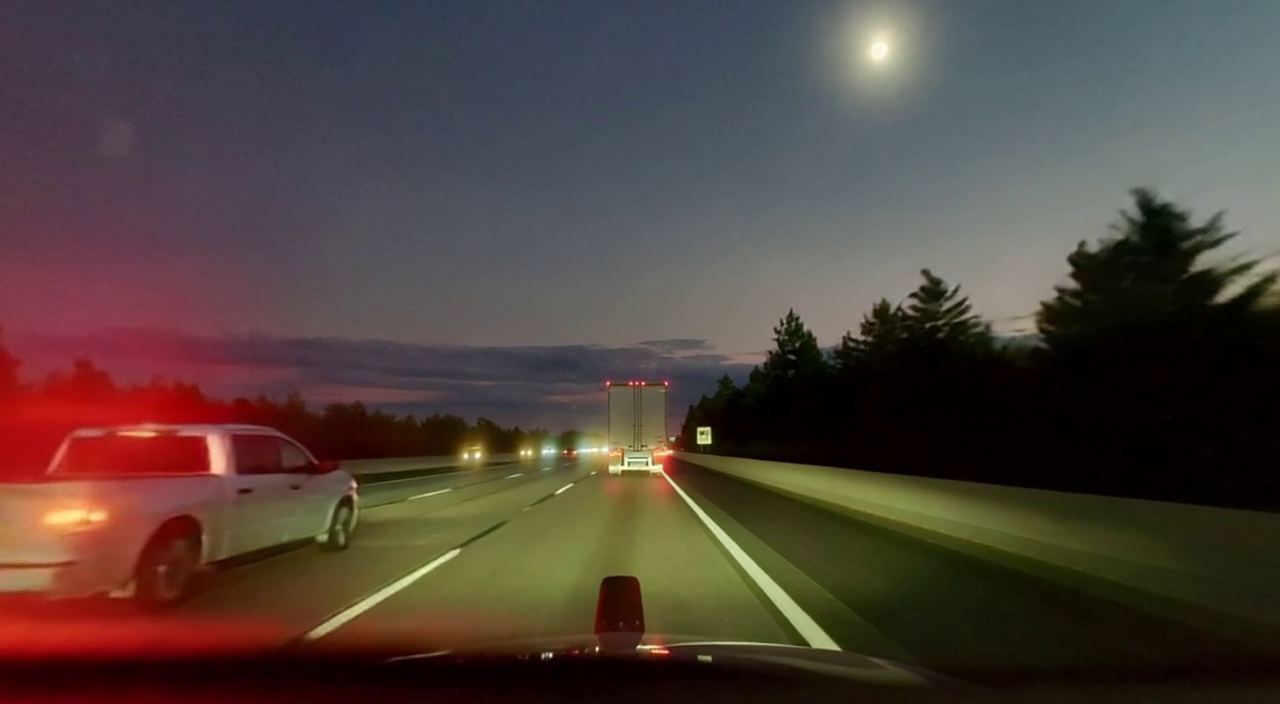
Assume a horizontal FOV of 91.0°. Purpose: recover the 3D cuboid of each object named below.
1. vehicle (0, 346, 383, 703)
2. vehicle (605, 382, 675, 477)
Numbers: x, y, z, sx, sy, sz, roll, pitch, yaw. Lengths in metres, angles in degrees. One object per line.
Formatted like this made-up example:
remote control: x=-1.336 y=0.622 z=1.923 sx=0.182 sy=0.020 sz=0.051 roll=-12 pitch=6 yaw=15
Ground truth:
vehicle: x=-4.336 y=1.209 z=5.212 sx=2.285 sy=1.833 sz=4.984 roll=0 pitch=-9 yaw=0
vehicle: x=-0.077 y=4.216 z=33.190 sx=3.052 sy=4.132 sz=11.336 roll=0 pitch=-9 yaw=-1
